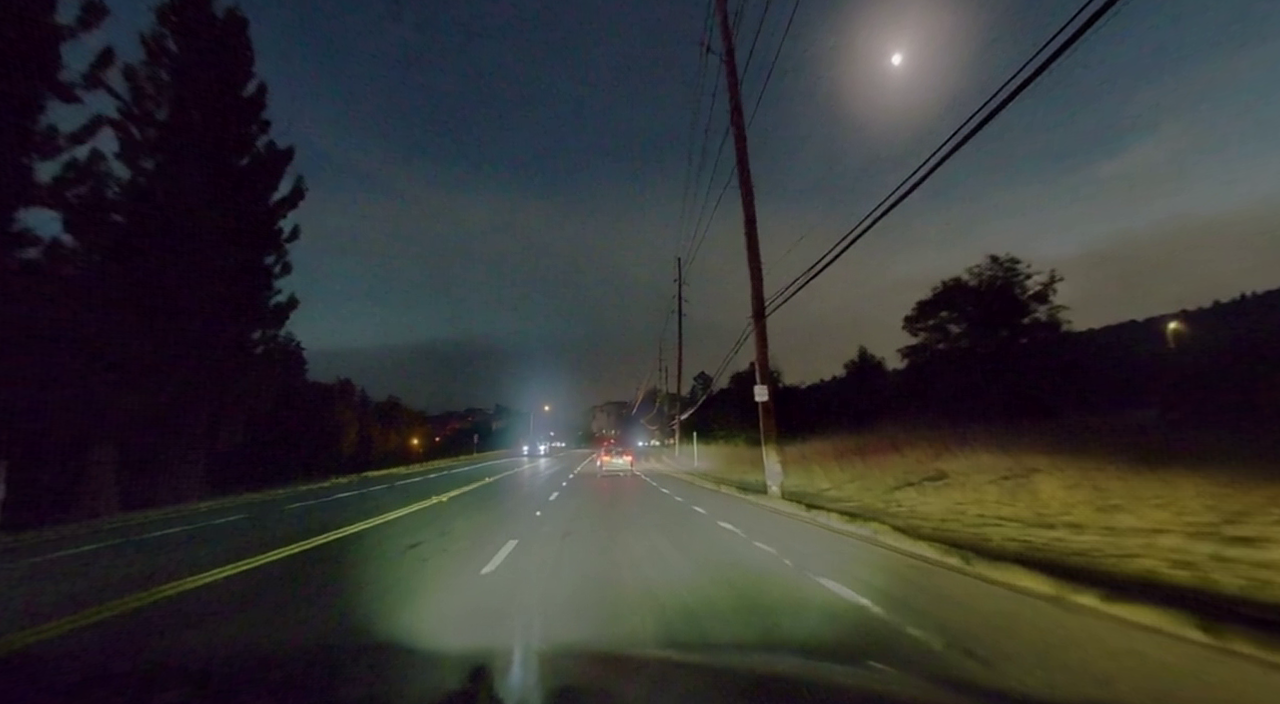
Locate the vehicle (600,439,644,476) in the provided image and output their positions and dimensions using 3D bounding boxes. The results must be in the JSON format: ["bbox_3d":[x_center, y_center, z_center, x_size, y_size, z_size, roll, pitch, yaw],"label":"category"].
[{"bbox_3d":[-1.046,5.528,33.225,2.140,1.767,4.720,0,-9,-4],"label":"vehicle"}]
